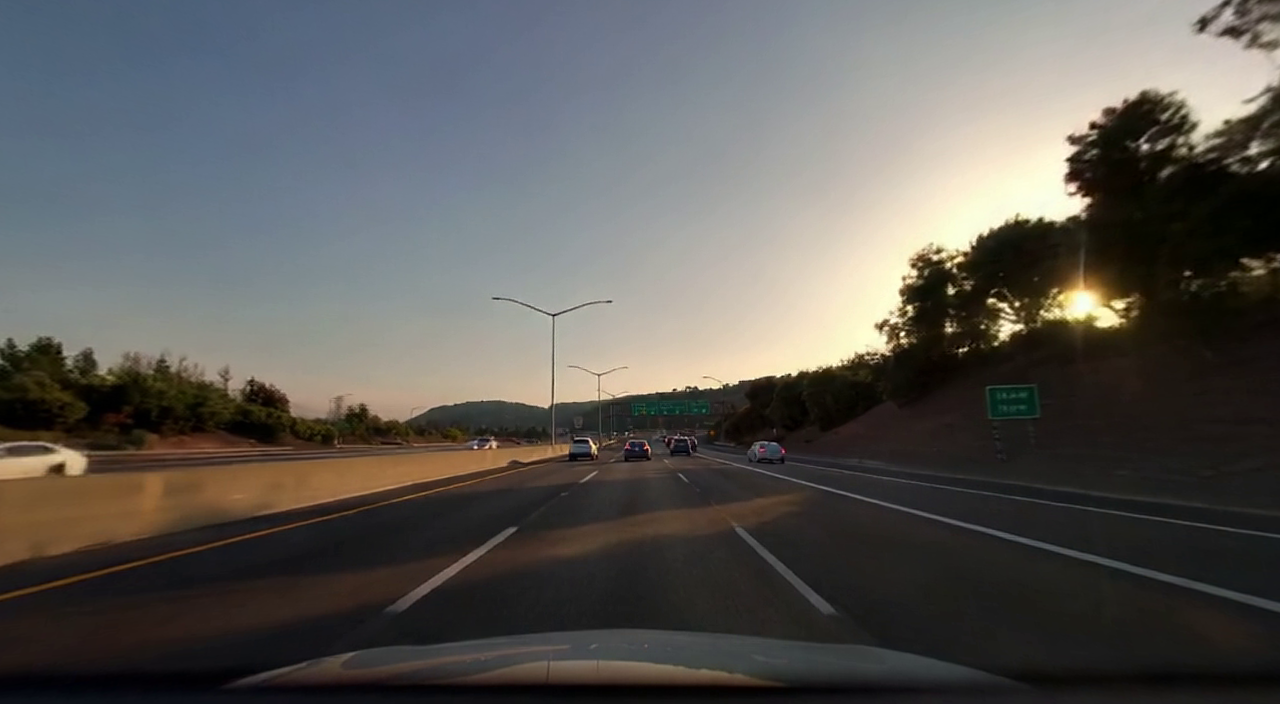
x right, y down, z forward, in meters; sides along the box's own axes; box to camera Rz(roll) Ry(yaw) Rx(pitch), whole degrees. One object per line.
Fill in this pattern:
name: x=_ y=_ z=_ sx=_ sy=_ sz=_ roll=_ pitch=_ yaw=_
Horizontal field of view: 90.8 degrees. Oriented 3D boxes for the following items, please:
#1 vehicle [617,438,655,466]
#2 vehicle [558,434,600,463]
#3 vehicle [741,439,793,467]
vehicle: x=-0.229 y=5.670 z=35.895 sx=1.985 sy=1.457 sz=4.227 roll=0 pitch=-9 yaw=-1
vehicle: x=-3.790 y=6.150 z=40.228 sx=2.123 sy=1.661 sz=4.601 roll=0 pitch=-9 yaw=1
vehicle: x=7.136 y=5.720 z=35.920 sx=1.935 sy=1.478 sz=4.433 roll=1 pitch=-9 yaw=-2
